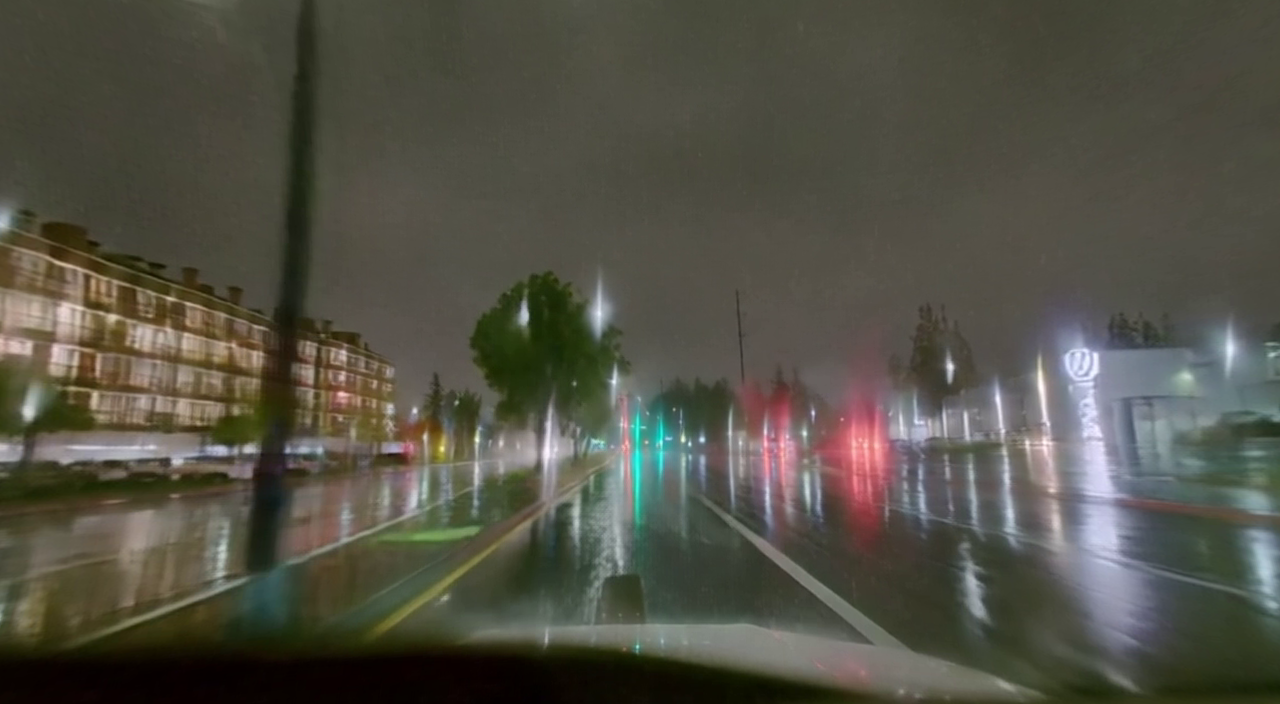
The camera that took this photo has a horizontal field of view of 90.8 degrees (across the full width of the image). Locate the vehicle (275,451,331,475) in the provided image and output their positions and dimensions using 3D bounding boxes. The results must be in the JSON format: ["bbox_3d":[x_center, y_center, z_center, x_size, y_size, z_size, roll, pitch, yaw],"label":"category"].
[{"bbox_3d":[-25.476,8.377,47.938,1.979,1.652,4.678,0,-8,-5],"label":"vehicle"}]

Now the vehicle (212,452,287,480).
[{"bbox_3d":[-25.965,7.546,42.192,1.911,1.706,4.327,-1,-8,6],"label":"vehicle"}]

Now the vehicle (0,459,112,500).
[{"bbox_3d":[-26.052,5.596,27.752,3.950,1.481,1.959,1,-8,-26],"label":"vehicle"}]
